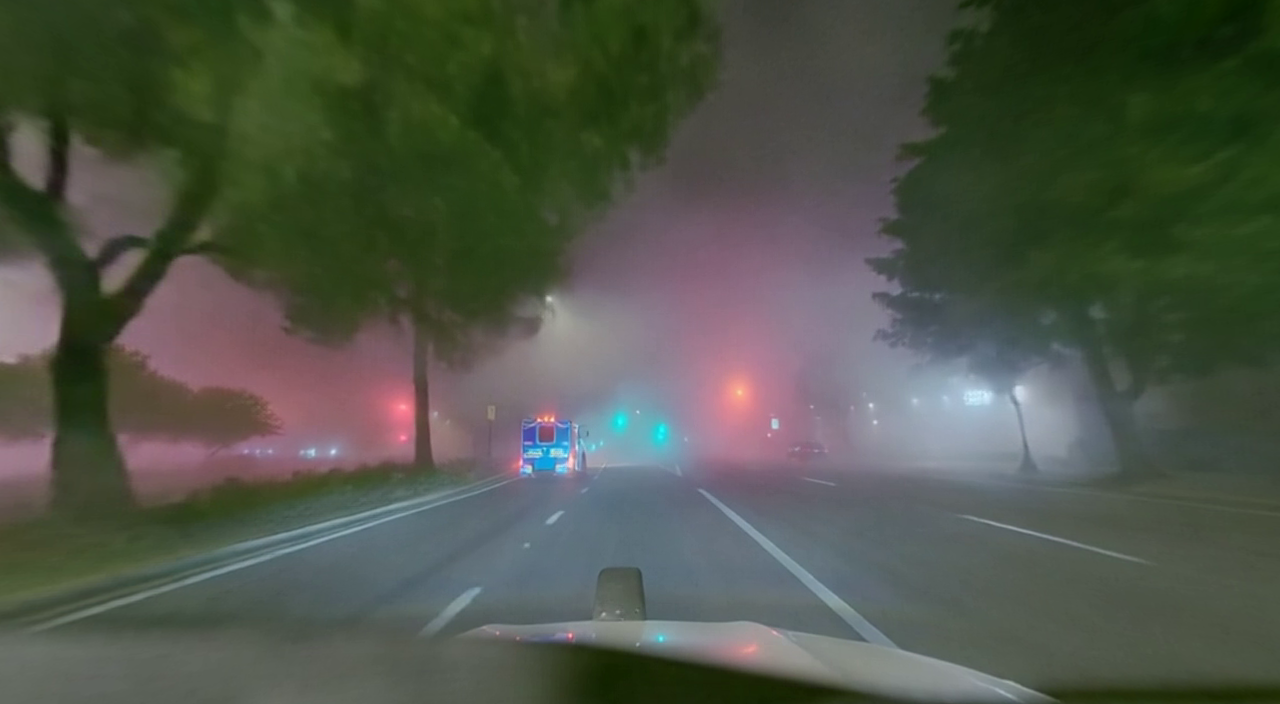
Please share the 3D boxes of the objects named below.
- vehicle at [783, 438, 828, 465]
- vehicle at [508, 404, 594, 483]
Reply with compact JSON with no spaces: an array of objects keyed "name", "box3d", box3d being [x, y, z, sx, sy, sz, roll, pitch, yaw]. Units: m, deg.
[{"name":"vehicle","box3d":[10.982,6.635,42.258,1.980,1.719,4.422,-1,-9,2]},{"name":"vehicle","box3d":[-3.392,3.707,25.467,2.633,2.787,5.796,0,-9,0]}]
